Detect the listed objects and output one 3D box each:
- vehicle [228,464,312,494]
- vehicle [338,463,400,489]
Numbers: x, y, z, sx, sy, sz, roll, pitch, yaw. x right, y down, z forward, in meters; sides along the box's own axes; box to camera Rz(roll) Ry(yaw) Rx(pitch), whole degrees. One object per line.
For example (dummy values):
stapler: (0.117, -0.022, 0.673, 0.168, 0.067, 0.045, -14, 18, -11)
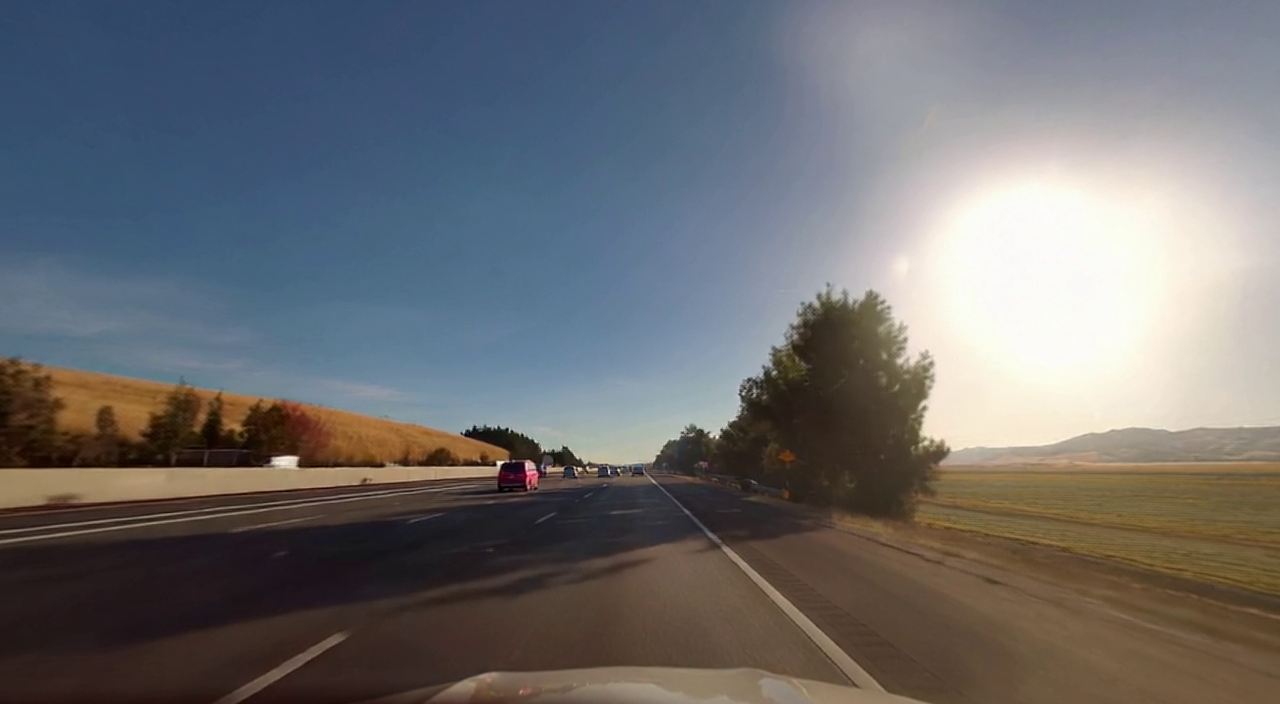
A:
vehicle: (-19.186, 6.608, 32.919, 1.829, 1.409, 4.202, 1, -11, 0)
vehicle: (-16.006, 7.351, 37.420, 1.869, 1.425, 4.143, 1, -11, -1)
